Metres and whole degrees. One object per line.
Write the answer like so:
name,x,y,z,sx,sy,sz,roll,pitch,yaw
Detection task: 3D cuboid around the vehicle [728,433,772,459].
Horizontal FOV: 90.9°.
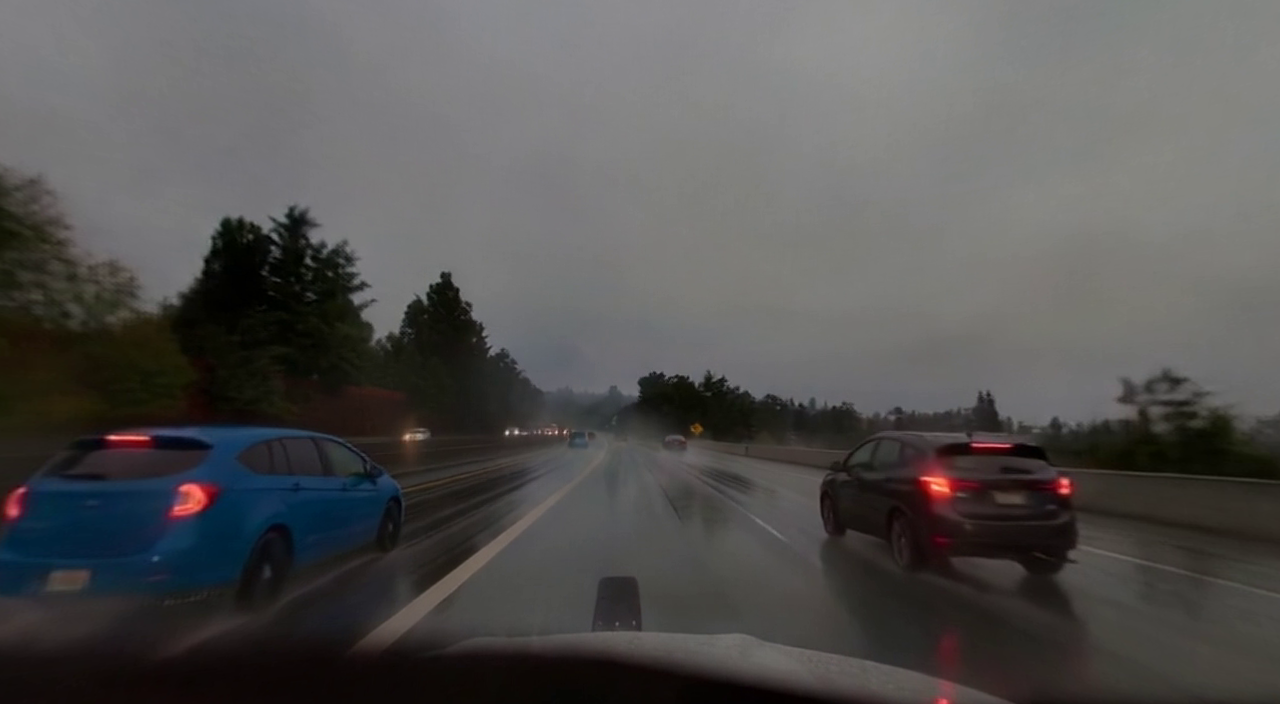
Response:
vehicle,7.757,6.657,44.853,2.156,1.679,4.492,1,-8,-3

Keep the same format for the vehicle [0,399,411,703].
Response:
vehicle,-3.907,1.316,5.438,2.032,1.535,4.889,0,-8,0

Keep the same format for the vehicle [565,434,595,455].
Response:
vehicle,-4.566,7.070,48.359,1.941,1.529,4.111,0,-8,-1

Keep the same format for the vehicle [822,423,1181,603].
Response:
vehicle,3.694,1.653,7.416,1.883,1.536,3.792,0,-8,-1
